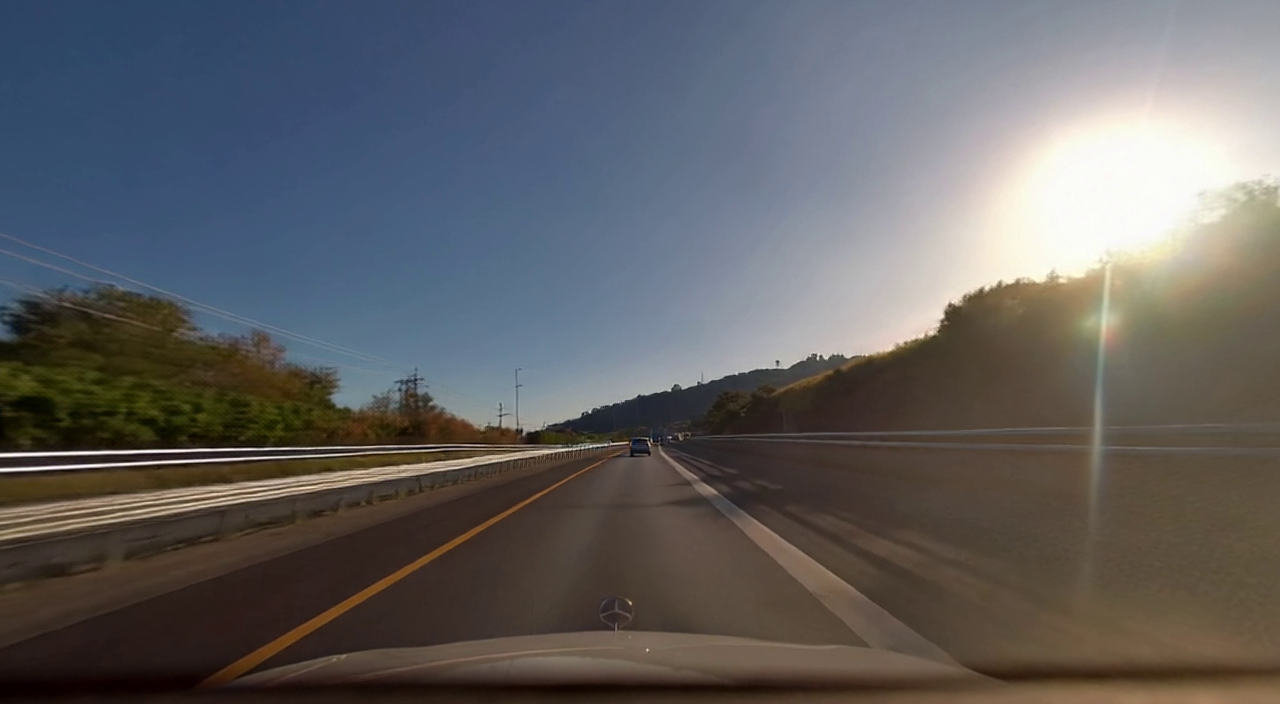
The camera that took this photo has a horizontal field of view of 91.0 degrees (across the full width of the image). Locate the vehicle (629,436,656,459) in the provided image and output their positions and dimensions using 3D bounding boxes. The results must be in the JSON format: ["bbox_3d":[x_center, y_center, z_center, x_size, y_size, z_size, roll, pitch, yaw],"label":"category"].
[{"bbox_3d":[0.187,7.464,49.465,2.059,1.696,4.165,0,-8,0],"label":"vehicle"}]
